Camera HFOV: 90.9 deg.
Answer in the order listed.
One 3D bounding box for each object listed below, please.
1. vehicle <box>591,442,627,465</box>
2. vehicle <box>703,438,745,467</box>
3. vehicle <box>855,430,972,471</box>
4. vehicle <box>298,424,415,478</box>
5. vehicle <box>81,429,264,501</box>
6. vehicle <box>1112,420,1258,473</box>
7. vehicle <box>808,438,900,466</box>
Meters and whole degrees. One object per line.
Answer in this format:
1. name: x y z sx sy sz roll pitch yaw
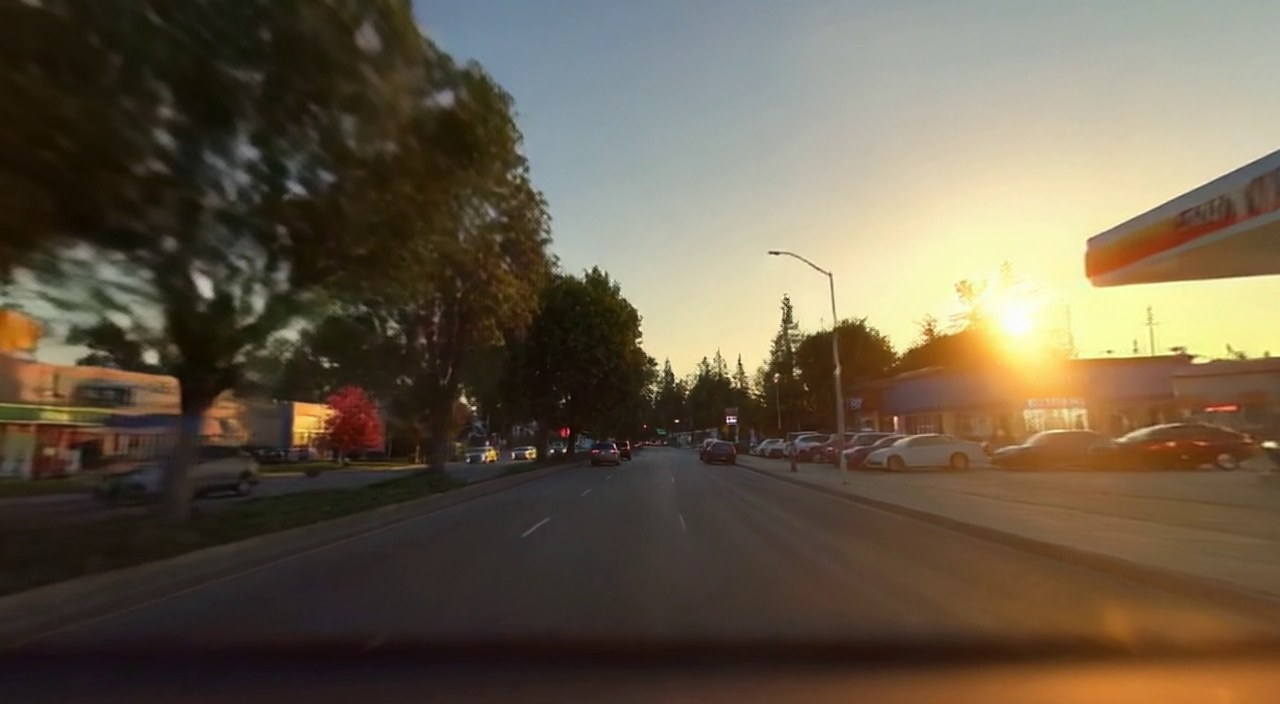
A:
1. vehicle: -1.945 6.582 40.869 1.959 1.406 4.272 0 -9 2
2. vehicle: 5.289 6.404 40.201 2.179 1.709 4.512 0 -9 2
3. vehicle: 12.509 4.532 29.039 4.454 1.776 1.891 0 -9 1
4. vehicle: -18.227 6.475 41.512 2.953 3.076 9.336 -1 -9 3
5. vehicle: -14.564 3.533 20.096 2.060 2.017 4.660 -1 -9 2
6. vehicle: 21.345 3.767 24.994 2.060 1.865 4.542 -1 -9 7
7. vehicle: 11.695 5.493 34.661 4.328 1.455 1.884 0 -9 2
